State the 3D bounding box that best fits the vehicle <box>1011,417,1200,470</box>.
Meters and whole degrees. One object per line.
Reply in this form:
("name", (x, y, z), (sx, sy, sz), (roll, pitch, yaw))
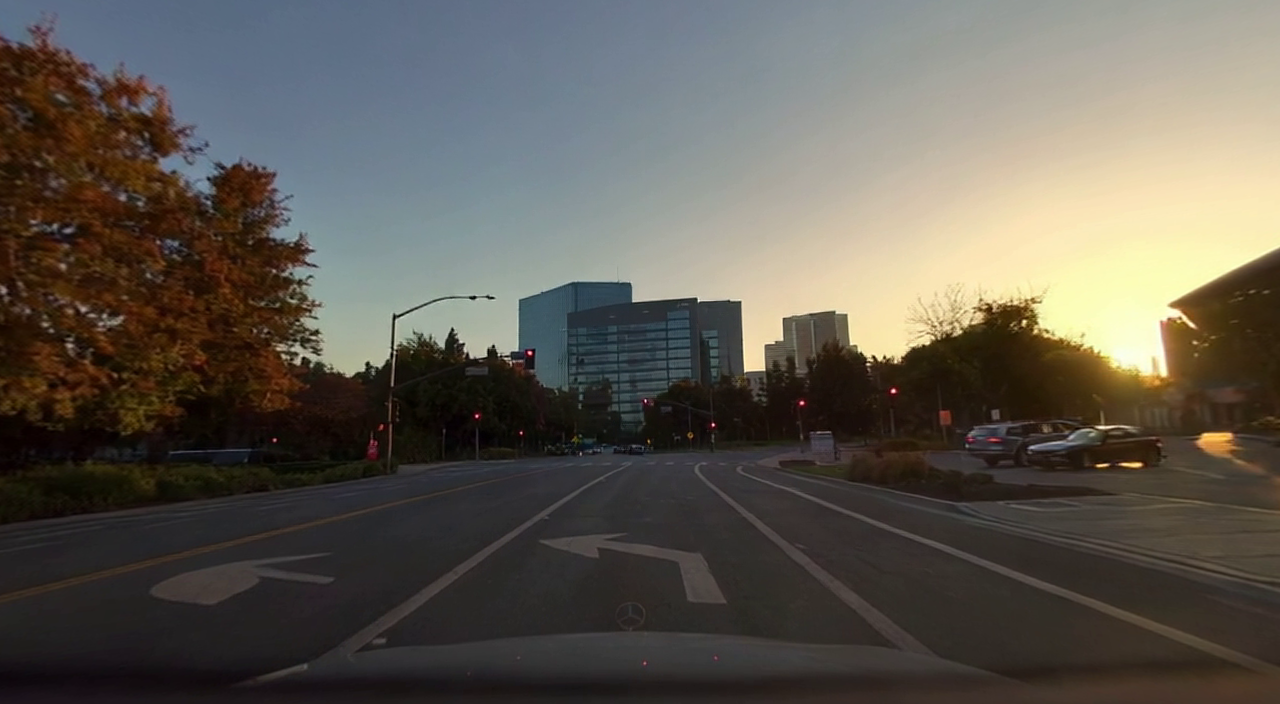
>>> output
("vehicle", (13.888, 2.760, 18.994), (4.167, 1.476, 1.871), (0, -8, 0))
